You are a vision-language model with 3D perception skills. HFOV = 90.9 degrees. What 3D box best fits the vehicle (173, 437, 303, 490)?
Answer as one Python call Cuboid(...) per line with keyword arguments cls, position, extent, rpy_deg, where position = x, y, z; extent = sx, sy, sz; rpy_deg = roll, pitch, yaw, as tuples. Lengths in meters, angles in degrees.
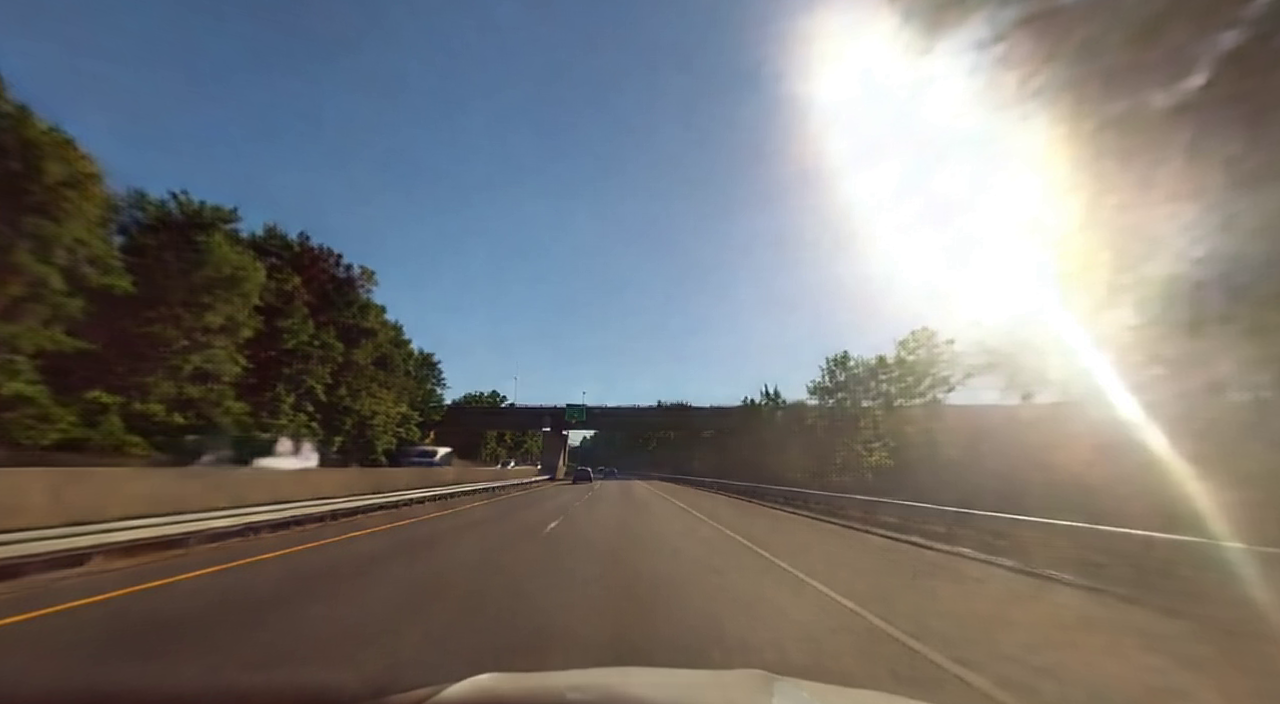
Cuboid(cls="vehicle", position=(-12.876, 3.624, 20.504), extent=(1.768, 1.511, 3.826), rpy_deg=(1, -10, -2))
